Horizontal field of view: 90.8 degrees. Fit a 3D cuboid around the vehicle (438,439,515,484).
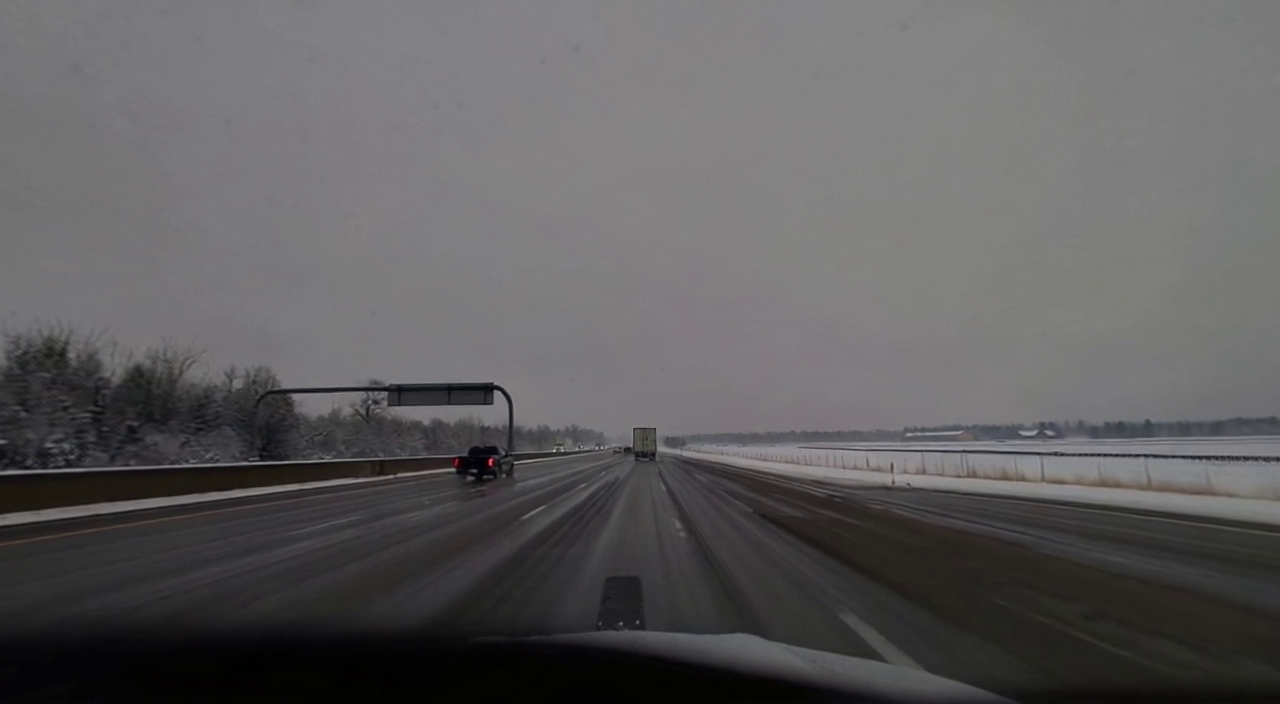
[{"bbox_3d":[-7.182,4.873,28.301,2.052,1.817,4.744,0,-9,1],"label":"vehicle"}]
